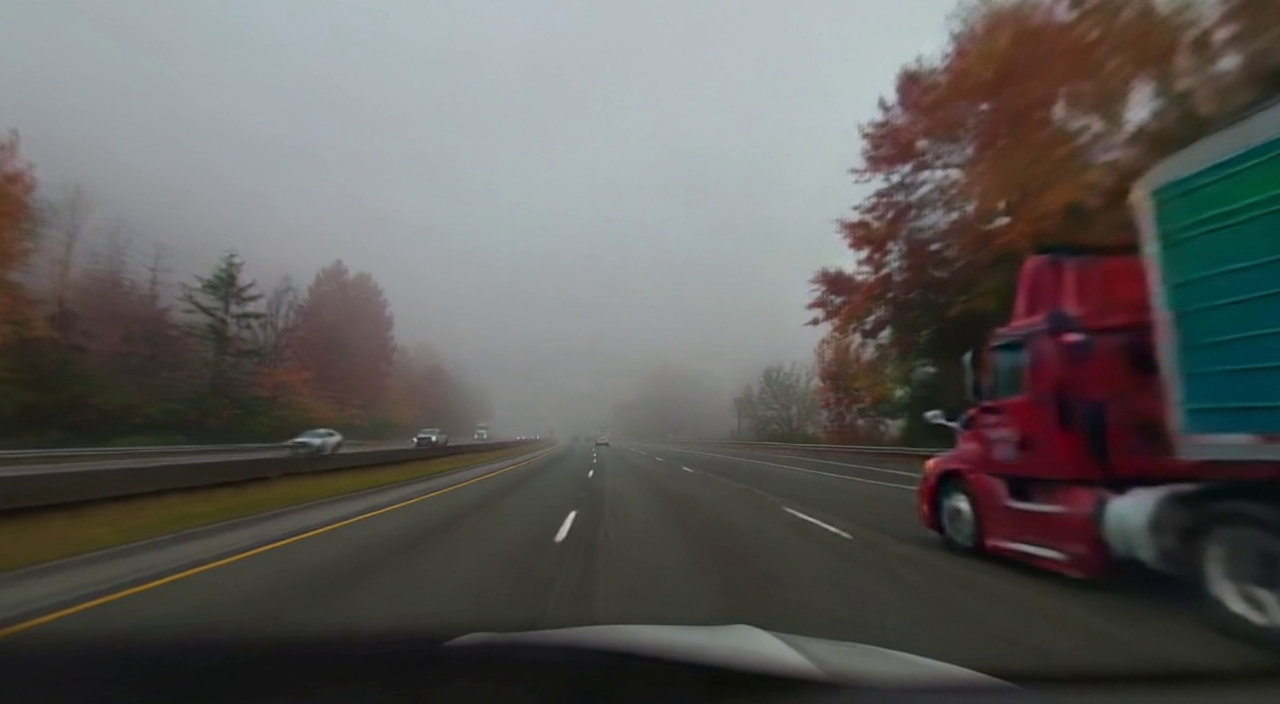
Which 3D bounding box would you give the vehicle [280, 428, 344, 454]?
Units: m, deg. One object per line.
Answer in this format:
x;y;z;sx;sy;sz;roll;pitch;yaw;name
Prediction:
-21.068;5.748;40.570;1.867;1.538;4.656;0;-8;-4;vehicle
